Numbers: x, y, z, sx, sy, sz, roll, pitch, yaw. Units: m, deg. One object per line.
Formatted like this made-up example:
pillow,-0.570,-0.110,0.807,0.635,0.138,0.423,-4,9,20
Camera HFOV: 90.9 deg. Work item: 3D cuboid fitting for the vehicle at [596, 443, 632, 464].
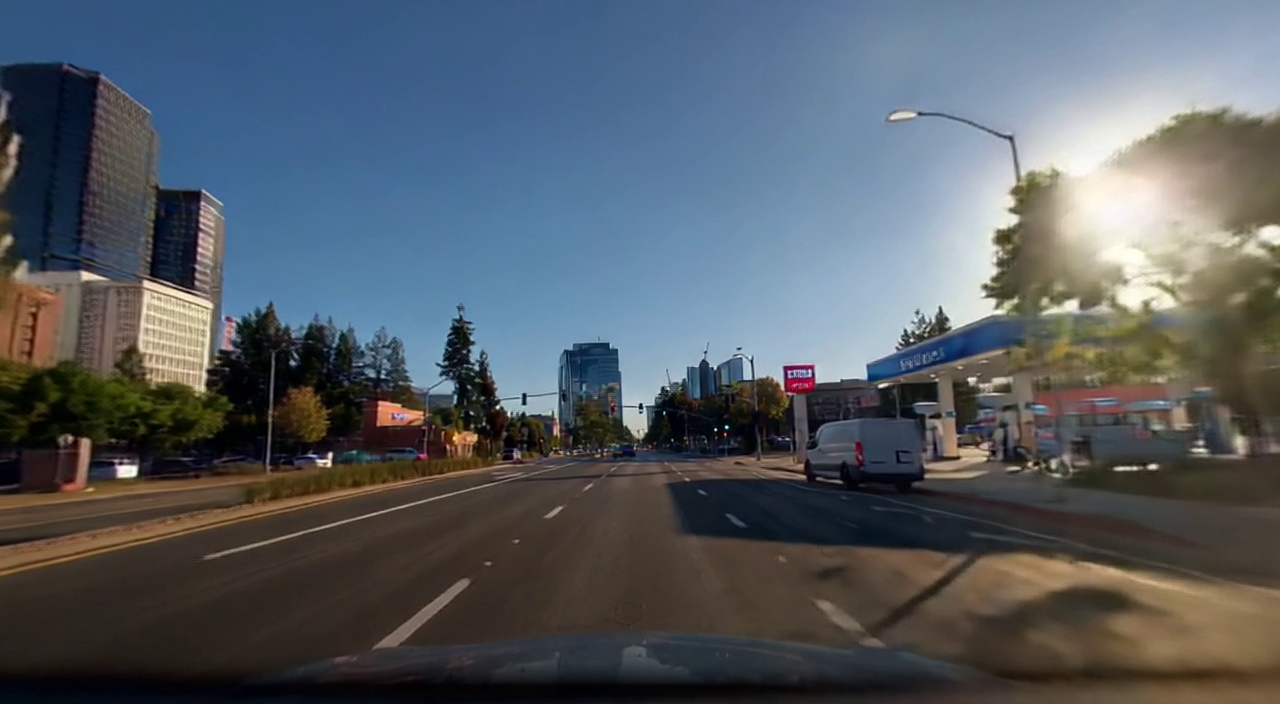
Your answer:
vehicle,-1.859,7.479,46.541,2.082,1.460,4.442,-1,-8,5

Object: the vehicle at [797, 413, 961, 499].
vehicle,7.329,3.311,20.500,2.764,2.327,6.492,0,-8,0

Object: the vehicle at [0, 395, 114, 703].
vehicle,-3.384,0.646,0.559,2.018,1.470,4.346,0,-8,1
